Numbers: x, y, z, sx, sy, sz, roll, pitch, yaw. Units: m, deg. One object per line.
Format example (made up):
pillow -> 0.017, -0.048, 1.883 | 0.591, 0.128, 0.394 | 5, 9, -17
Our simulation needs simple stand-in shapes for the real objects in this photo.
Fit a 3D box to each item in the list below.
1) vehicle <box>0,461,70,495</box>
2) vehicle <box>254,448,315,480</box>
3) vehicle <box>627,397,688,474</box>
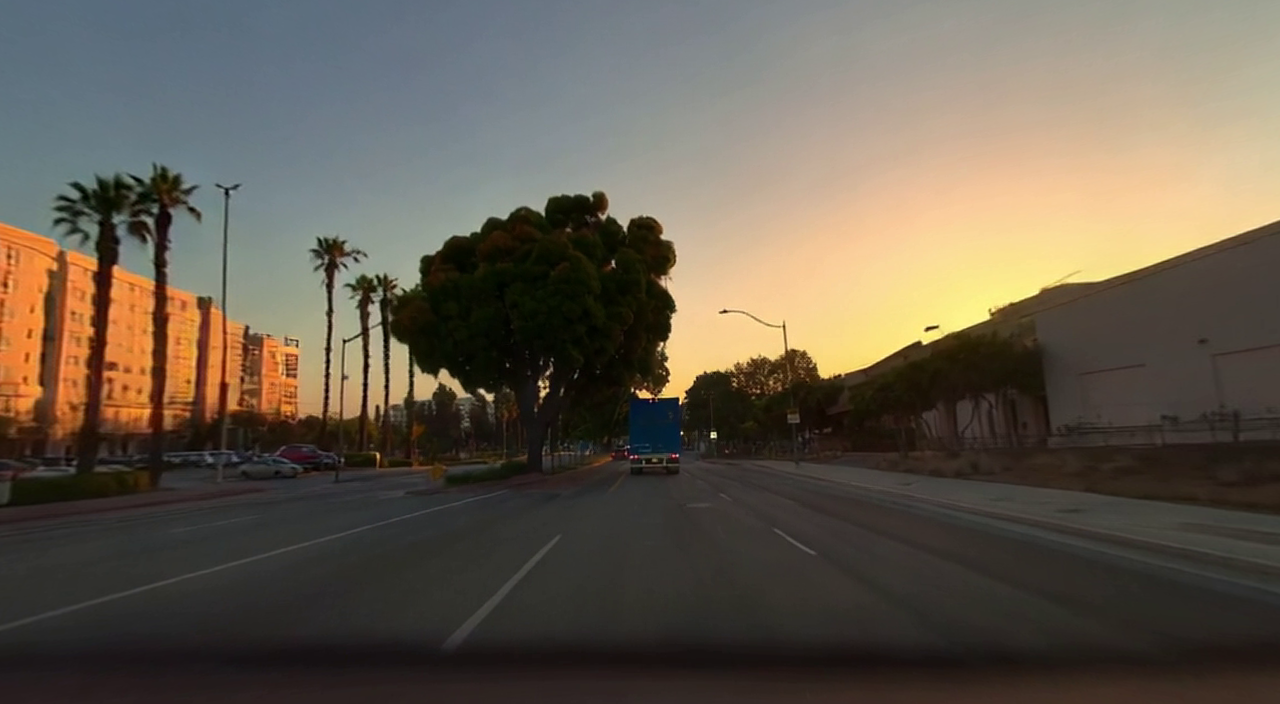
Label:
vehicle -> -33.756, 6.828, 33.895 | 4.128, 1.603, 1.853 | -3, -9, 1
vehicle -> -24.723, 7.801, 43.835 | 1.715, 2.103, 3.719 | -1, -9, 7
vehicle -> 0.780, 5.170, 38.212 | 2.992, 3.949, 11.815 | 0, -9, -2
